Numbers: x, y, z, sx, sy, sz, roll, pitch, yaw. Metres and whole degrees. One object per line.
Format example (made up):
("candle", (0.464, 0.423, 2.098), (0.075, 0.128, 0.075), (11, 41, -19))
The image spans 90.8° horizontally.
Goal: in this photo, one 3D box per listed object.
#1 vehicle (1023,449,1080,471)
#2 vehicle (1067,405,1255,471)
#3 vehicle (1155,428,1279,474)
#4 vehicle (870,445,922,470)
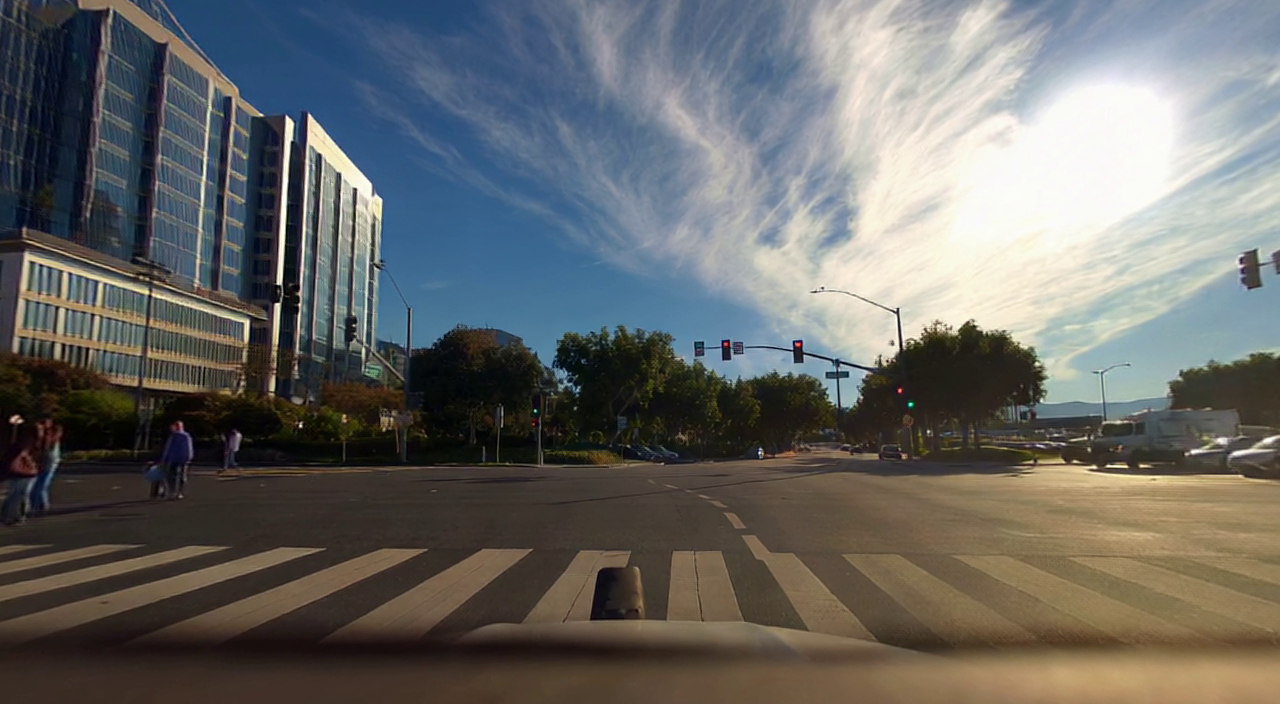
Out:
("vehicle", (27.711, 7.242, 42.689), (1.589, 1.405, 3.633), (-1, -9, 4))
("vehicle", (22.941, 3.850, 28.094), (5.855, 2.746, 2.523), (-1, -9, 3))
("vehicle", (20.995, 3.398, 21.725), (4.740, 1.464, 1.876), (-1, -9, 3))
("vehicle", (17.517, 7.233, 43.486), (1.789, 1.557, 4.293), (0, -9, 0))
